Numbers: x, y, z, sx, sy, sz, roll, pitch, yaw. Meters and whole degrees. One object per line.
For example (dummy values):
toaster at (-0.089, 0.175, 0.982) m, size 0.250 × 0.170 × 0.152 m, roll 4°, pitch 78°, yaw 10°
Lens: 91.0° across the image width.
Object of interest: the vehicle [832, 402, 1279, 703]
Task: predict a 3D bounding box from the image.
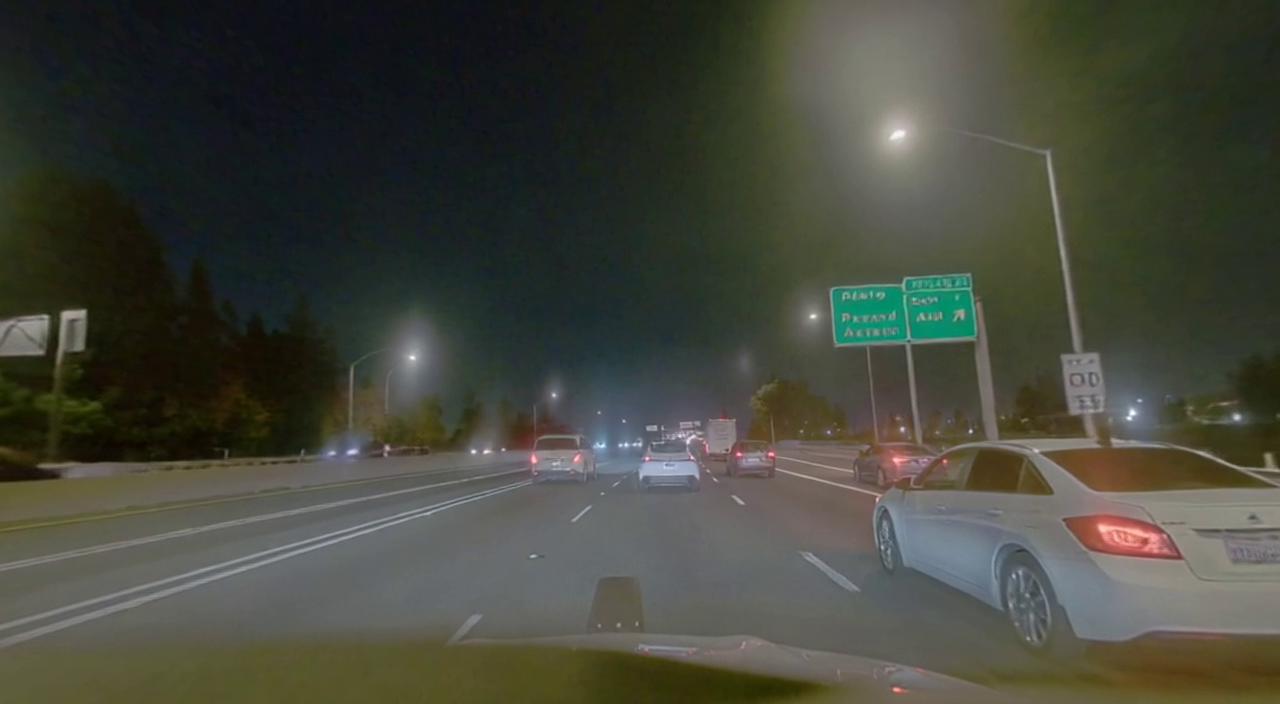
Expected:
vehicle at (3.126, 1.285, 4.663) m, size 2.009 × 1.489 × 4.559 m, roll 0°, pitch -9°, yaw 1°

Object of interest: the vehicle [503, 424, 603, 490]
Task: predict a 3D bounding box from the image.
vehicle at (-2.786, 3.565, 21.657) m, size 2.434 × 1.965 × 5.305 m, roll 0°, pitch -9°, yaw 3°

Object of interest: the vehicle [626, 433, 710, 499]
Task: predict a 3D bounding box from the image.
vehicle at (0.773, 3.133, 17.622) m, size 2.074 × 1.614 × 3.803 m, roll 0°, pitch -9°, yaw 2°

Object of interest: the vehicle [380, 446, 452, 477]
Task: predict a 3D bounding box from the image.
vehicle at (-11.645, 5.714, 33.046) m, size 1.906 × 1.499 × 4.426 m, roll -1°, pitch -9°, yaw 4°

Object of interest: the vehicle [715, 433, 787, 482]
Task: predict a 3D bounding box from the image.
vehicle at (4.121, 4.021, 24.127) m, size 2.076 × 1.684 × 4.241 m, roll 0°, pitch -9°, yaw 2°

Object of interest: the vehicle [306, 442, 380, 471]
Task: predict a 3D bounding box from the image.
vehicle at (-18.103, 6.392, 38.646) m, size 1.999 × 1.683 × 4.555 m, roll -1°, pitch -9°, yaw 4°
